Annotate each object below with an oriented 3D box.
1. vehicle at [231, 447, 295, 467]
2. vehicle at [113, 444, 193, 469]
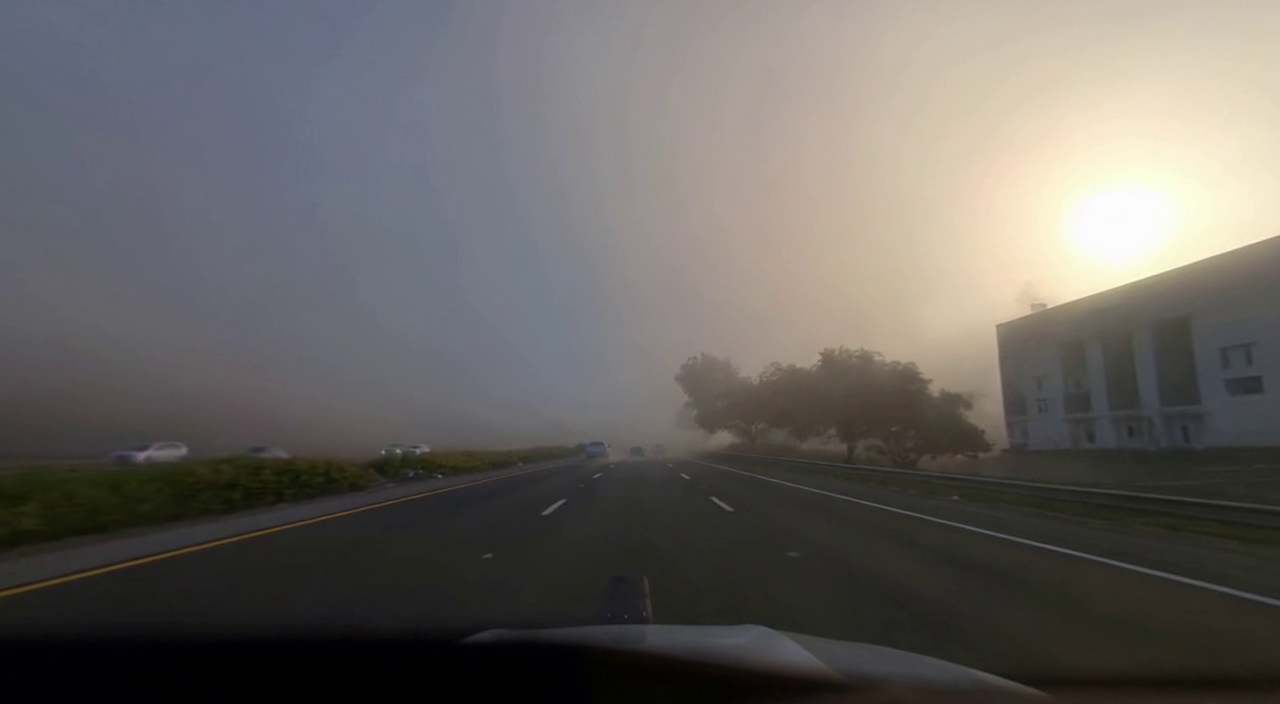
[{"bbox_3d":[-28.415,7.916,47.734,1.855,1.480,4.724,0,-9,1],"label":"vehicle"},{"bbox_3d":[-35.813,7.688,46.527,1.948,1.780,4.781,0,-9,1],"label":"vehicle"}]
